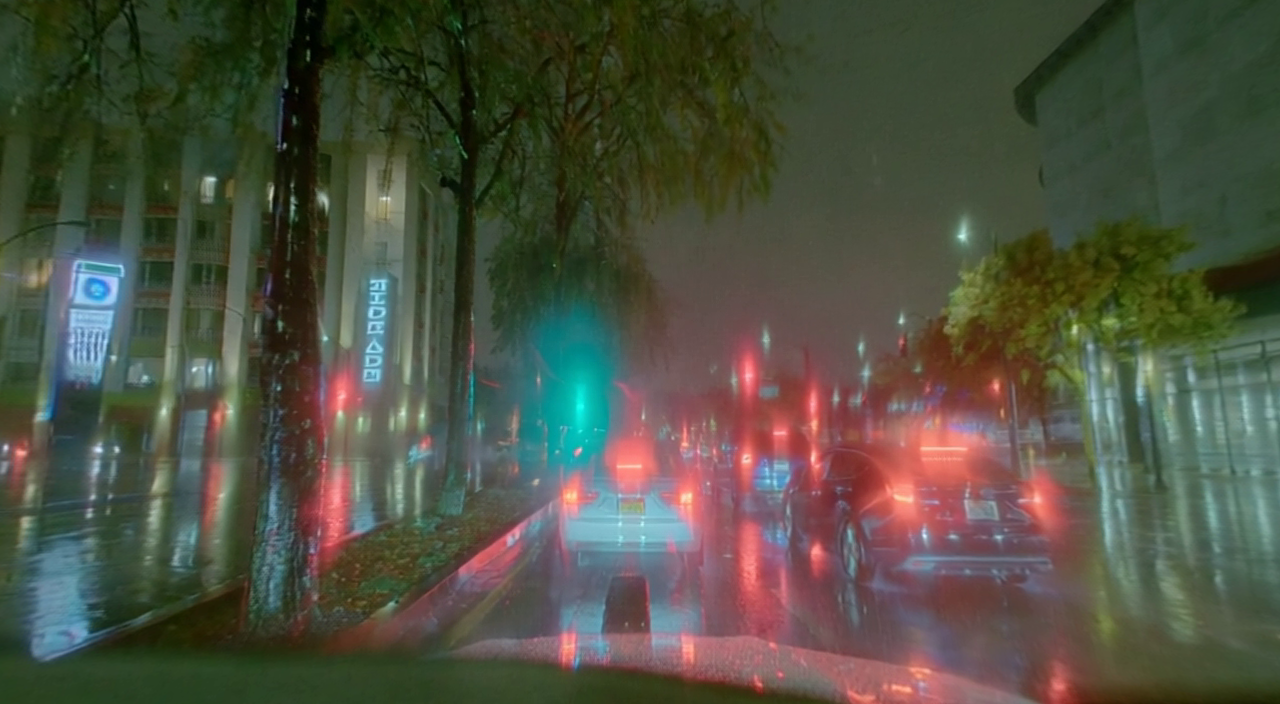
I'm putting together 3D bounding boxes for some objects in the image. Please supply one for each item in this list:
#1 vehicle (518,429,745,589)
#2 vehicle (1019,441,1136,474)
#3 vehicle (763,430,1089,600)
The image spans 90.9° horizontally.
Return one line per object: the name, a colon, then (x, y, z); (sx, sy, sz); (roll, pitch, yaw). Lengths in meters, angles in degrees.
vehicle: (-0.100, 1.757, 7.950); (2.087, 1.456, 4.143); (0, -8, -1)
vehicle: (23.085, 5.557, 33.413); (4.610, 1.622, 1.934); (-1, -8, 4)
vehicle: (2.908, 1.733, 7.663); (1.893, 1.446, 4.270); (0, -8, -1)
